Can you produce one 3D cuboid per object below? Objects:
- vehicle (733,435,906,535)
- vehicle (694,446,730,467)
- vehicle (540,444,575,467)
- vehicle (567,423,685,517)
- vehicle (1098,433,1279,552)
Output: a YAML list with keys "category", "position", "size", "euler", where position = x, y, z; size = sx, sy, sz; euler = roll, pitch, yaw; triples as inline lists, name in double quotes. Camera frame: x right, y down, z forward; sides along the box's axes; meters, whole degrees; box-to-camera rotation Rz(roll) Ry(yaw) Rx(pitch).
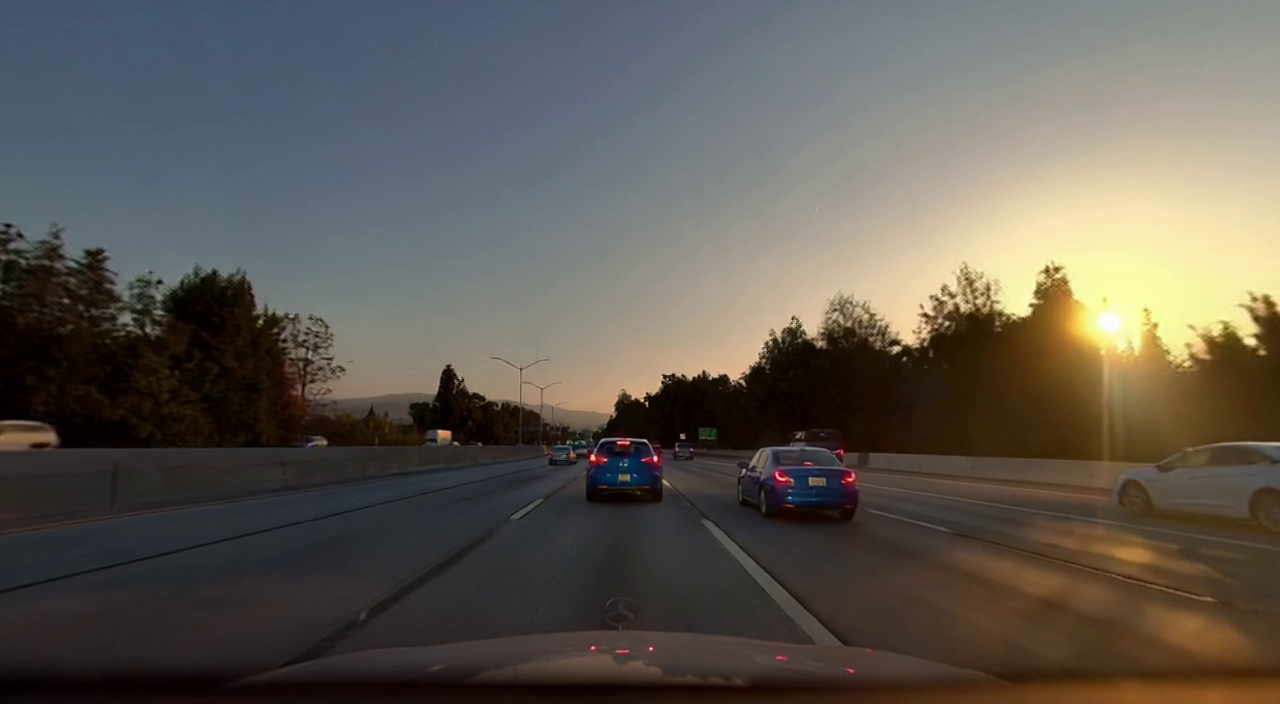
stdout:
- category: "vehicle"
  position: [3.129, 2.412, 12.036]
  size: [1.975, 1.532, 4.227]
  euler: [1, -9, -1]
- category: "vehicle"
  position: [5.401, 7.876, 47.689]
  size: [1.972, 1.521, 4.498]
  euler: [1, -9, -4]
- category: "vehicle"
  position: [-5.730, 7.255, 44.422]
  size: [2.023, 1.497, 4.526]
  euler: [1, -9, -2]
- category: "vehicle"
  position: [-0.287, 2.494, 13.715]
  size: [2.181, 1.728, 3.970]
  euler: [1, -9, -1]
- category: "vehicle"
  position: [9.949, 2.103, 9.658]
  size: [2.106, 1.641, 4.671]
  euler: [1, -9, -4]
